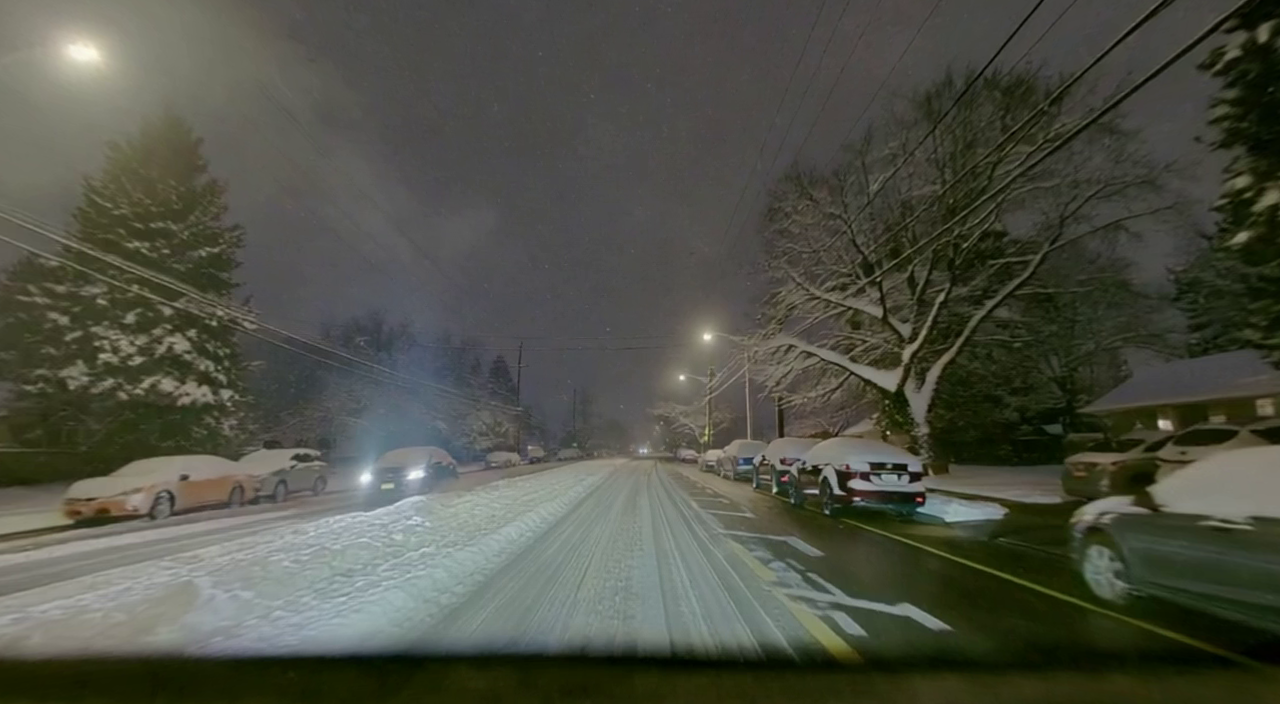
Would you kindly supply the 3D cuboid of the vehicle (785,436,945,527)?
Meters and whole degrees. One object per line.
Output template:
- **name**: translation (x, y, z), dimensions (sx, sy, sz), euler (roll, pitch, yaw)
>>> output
- **vehicle**: translation (4.977, 2.896, 14.749), dimensions (1.962, 1.748, 4.659), euler (0, -9, -1)

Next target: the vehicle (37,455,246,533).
- **vehicle**: translation (-12.397, 3.504, 16.091), dimensions (1.851, 1.639, 4.204), euler (0, -9, 0)

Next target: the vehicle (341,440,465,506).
- **vehicle**: translation (-6.870, 3.526, 18.824), dimensions (1.957, 1.700, 4.318), euler (0, -9, 1)

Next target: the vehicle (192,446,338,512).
- **vehicle**: translation (-12.184, 4.123, 20.870), dimensions (2.066, 1.796, 4.407), euler (-4, -9, 2)

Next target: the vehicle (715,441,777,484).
- **vehicle**: translation (5.015, 5.313, 30.607), dimensions (2.123, 1.928, 4.752), euler (0, -9, -1)

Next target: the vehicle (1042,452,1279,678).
- **vehicle**: translation (5.218, 1.441, 4.272), dimensions (1.942, 1.461, 4.575), euler (0, -9, 0)
